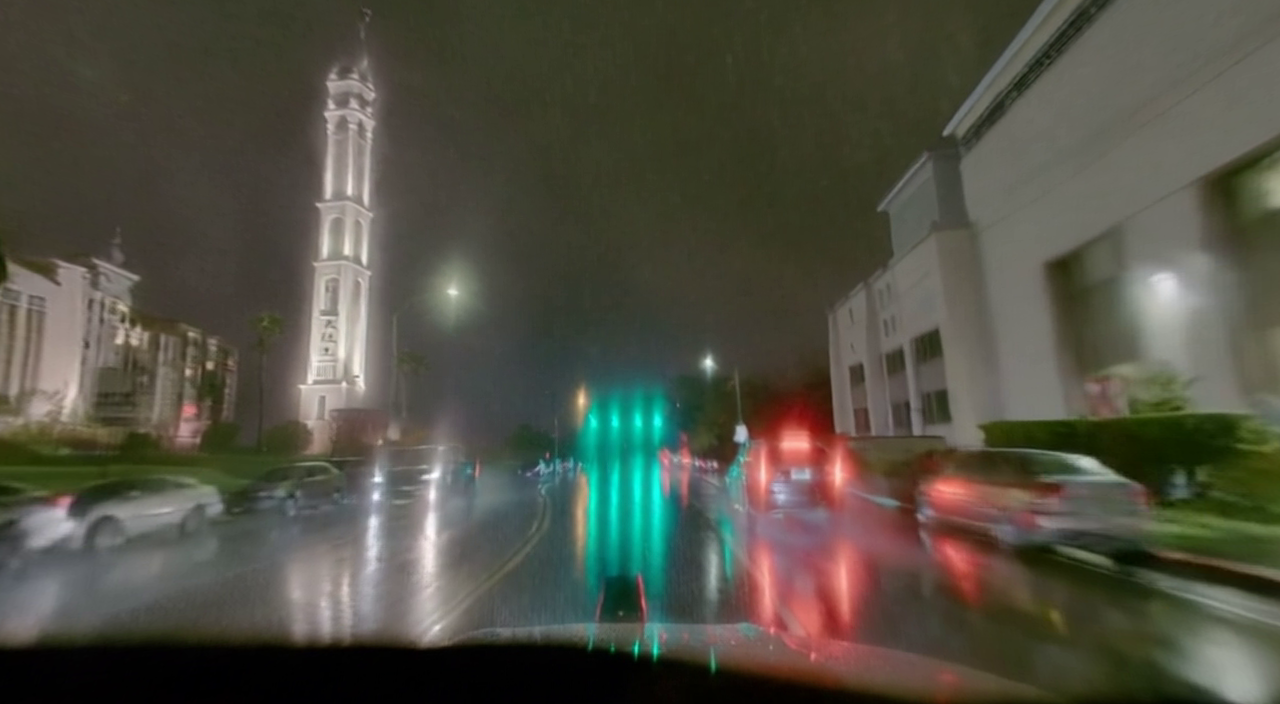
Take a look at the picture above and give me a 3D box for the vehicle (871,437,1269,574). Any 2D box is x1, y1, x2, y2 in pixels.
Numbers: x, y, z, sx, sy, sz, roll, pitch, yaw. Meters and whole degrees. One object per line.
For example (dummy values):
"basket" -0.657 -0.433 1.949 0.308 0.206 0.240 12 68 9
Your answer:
"vehicle" 5.450 1.991 9.229 2.166 1.399 5.177 0 -9 0

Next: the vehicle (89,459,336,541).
"vehicle" -8.772 3.051 13.637 1.921 1.340 4.655 -1 -9 3

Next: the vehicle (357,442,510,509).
"vehicle" -5.118 3.120 16.570 2.153 1.469 4.939 -1 -9 2

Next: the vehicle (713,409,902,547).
"vehicle" 2.545 2.053 10.884 1.995 1.858 4.333 0 -9 -1

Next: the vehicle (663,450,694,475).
"vehicle" 2.820 8.039 46.149 2.196 1.655 3.939 -1 -9 4

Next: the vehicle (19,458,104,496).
"vehicle" -28.777 6.163 31.431 3.808 1.723 2.008 -6 -10 32
